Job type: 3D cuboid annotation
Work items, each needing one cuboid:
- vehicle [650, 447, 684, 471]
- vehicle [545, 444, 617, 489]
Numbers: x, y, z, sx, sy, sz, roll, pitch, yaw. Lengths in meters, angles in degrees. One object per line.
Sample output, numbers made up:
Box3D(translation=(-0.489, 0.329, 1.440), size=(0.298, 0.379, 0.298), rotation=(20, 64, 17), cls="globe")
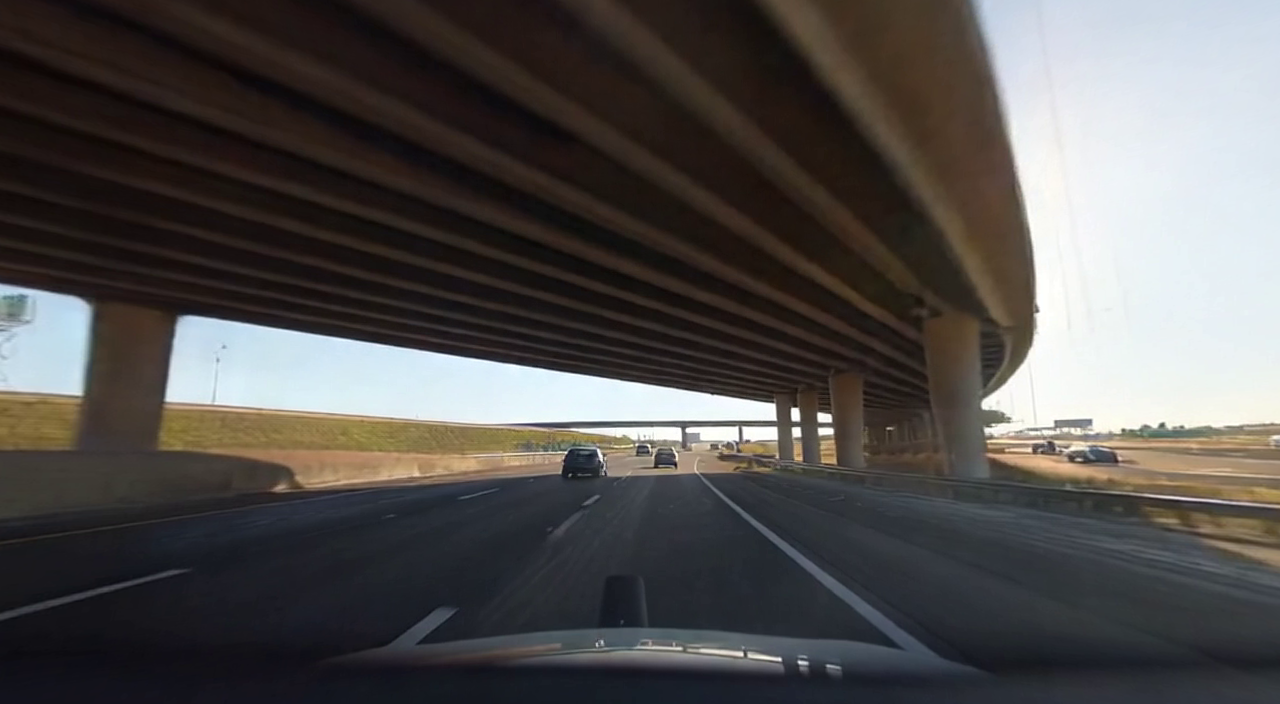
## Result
Box3D(translation=(1.802, 7.045, 41.692), size=(2.129, 1.502, 4.321), rotation=(0, -9, 2), cls="vehicle")
Box3D(translation=(-2.163, 4.368, 24.373), size=(2.129, 1.563, 4.387), rotation=(-1, -9, 3), cls="vehicle")
